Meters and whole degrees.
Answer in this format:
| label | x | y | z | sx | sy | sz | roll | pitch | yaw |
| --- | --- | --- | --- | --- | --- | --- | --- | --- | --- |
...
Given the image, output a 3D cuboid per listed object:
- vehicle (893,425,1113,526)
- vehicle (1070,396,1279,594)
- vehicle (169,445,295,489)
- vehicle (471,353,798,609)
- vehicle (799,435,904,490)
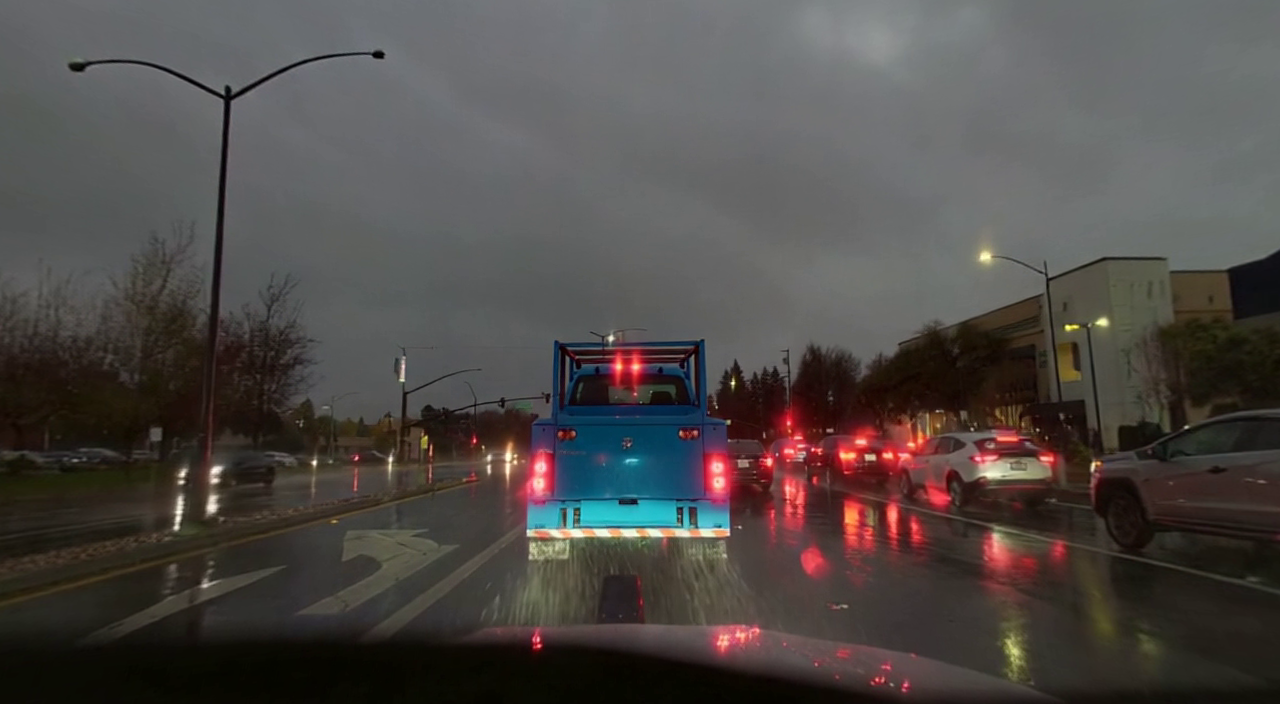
| label | x | y | z | sx | sy | sz | roll | pitch | yaw |
| --- | --- | --- | --- | --- | --- | --- | --- | --- | --- |
| vehicle | 7.069 | 2.434 | 12.965 | 1.931 | 1.692 | 4.267 | 0 | -9 | 0 |
| vehicle | 6.818 | 1.362 | 6.169 | 2.023 | 1.771 | 4.488 | 0 | -9 | 0 |
| vehicle | -19.459 | 5.483 | 30.582 | 2.205 | 1.916 | 5.771 | 0 | -9 | 0 |
| vehicle | -0.098 | 1.478 | 8.158 | 2.682 | 2.117 | 5.706 | 0 | -9 | -1 |
| vehicle | 7.066 | 3.739 | 21.620 | 1.953 | 1.665 | 4.327 | 0 | -9 | -2 |
